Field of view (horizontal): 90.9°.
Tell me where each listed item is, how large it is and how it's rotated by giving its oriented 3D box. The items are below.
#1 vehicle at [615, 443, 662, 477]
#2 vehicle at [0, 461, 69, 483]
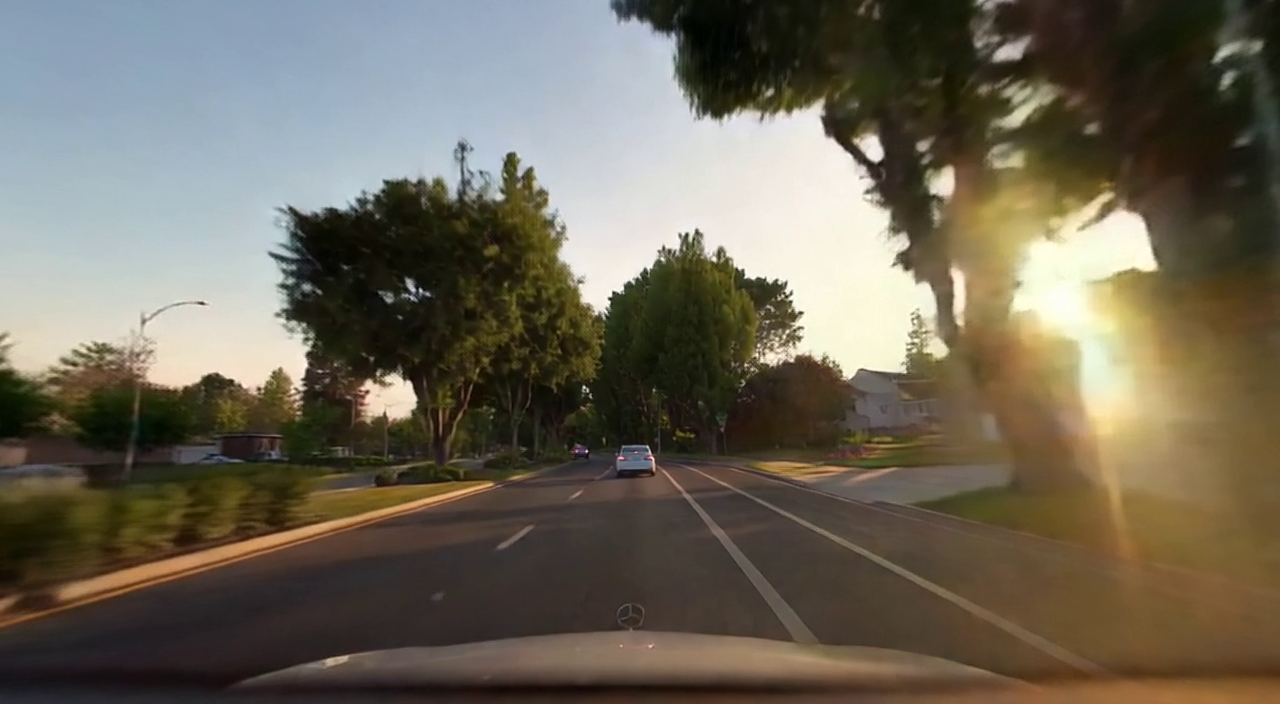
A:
[{"bbox_3d":[-0.099,4.949,29.078,2.009,1.456,4.003,0,-8,-1],"label":"vehicle"},{"bbox_3d":[-48.179,9.415,49.606,4.624,1.528,1.829,7,-10,-41],"label":"vehicle"}]
